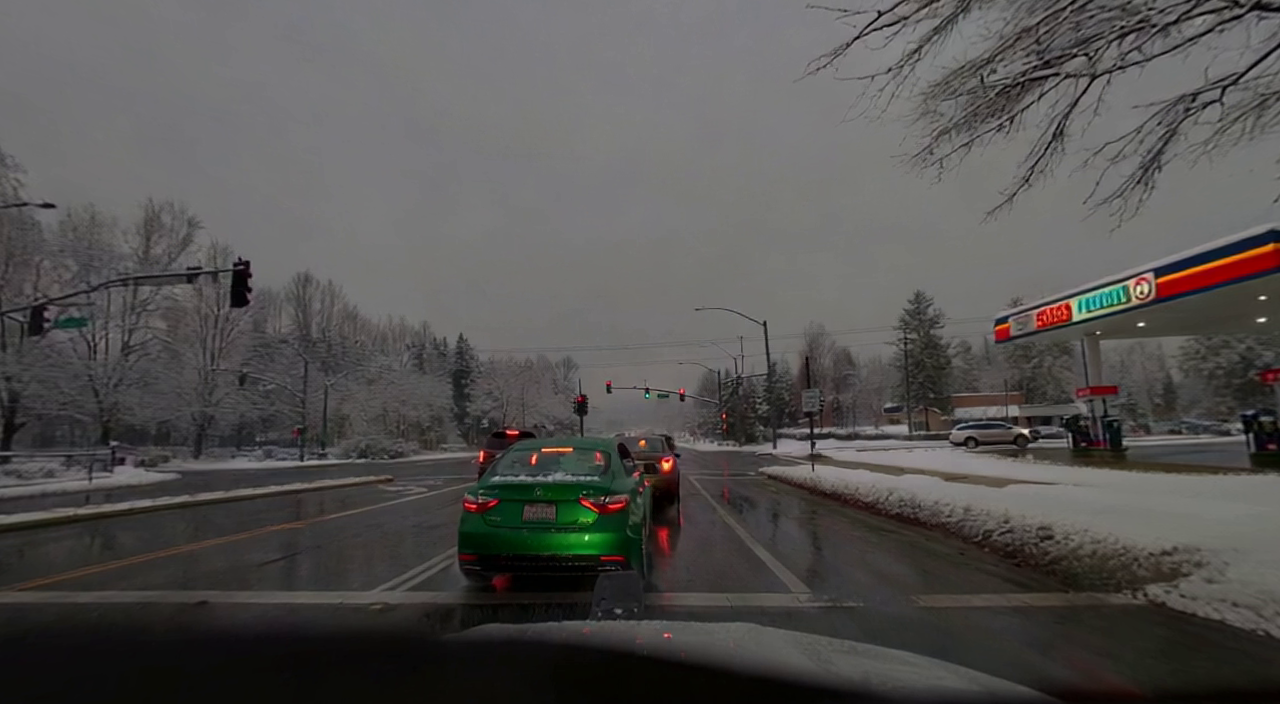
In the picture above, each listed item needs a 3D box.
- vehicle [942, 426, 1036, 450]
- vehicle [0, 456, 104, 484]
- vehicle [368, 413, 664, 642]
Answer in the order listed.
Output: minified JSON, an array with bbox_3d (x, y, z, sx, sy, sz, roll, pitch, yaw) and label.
[{"bbox_3d":[22.540,5.594,40.968,4.874,1.502,2.048,0,-8,-1],"label":"vehicle"},{"bbox_3d":[-35.022,6.982,37.559,1.796,1.440,4.802,-1,-8,4],"label":"vehicle"},{"bbox_3d":[-0.762,1.508,6.547,1.916,1.510,4.447,-1,-8,3],"label":"vehicle"}]
